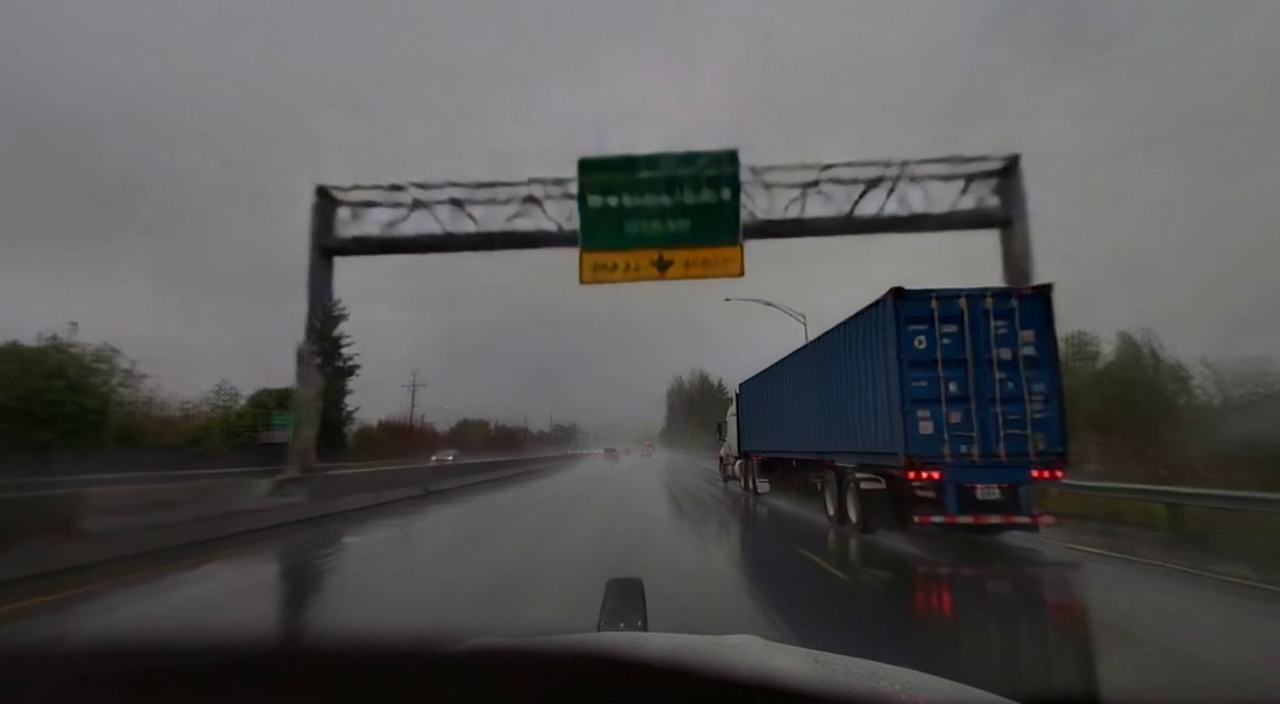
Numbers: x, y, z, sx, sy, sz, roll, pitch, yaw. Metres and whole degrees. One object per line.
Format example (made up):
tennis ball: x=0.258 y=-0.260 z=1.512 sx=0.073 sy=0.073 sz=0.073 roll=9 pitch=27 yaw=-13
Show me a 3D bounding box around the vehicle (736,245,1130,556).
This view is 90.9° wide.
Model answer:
vehicle: x=4.703 y=1.553 z=14.576 sx=2.821 sy=4.046 sz=12.876 roll=0 pitch=-9 yaw=0
